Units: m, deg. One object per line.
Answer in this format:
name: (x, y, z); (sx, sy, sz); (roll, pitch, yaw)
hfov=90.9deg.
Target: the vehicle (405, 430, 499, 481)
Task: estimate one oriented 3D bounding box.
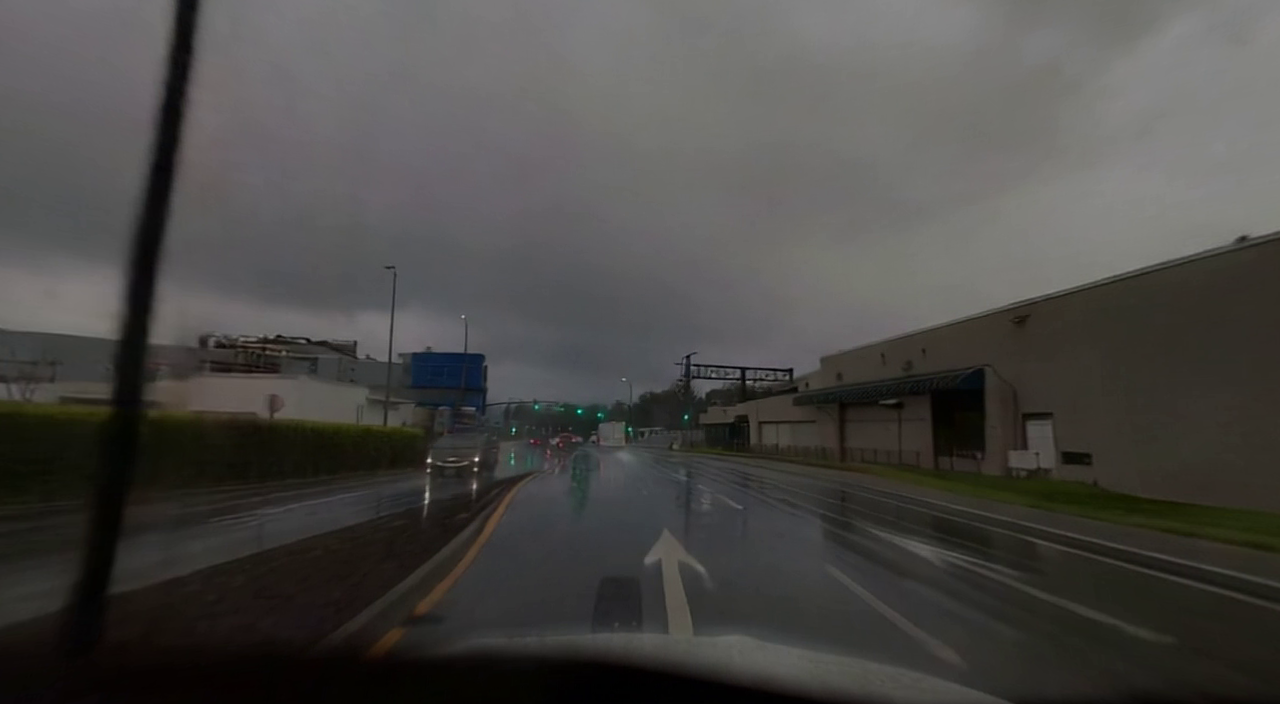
vehicle: (-6.473, 3.595, 22.205); (2.120, 1.610, 3.917); (0, -8, -1)
